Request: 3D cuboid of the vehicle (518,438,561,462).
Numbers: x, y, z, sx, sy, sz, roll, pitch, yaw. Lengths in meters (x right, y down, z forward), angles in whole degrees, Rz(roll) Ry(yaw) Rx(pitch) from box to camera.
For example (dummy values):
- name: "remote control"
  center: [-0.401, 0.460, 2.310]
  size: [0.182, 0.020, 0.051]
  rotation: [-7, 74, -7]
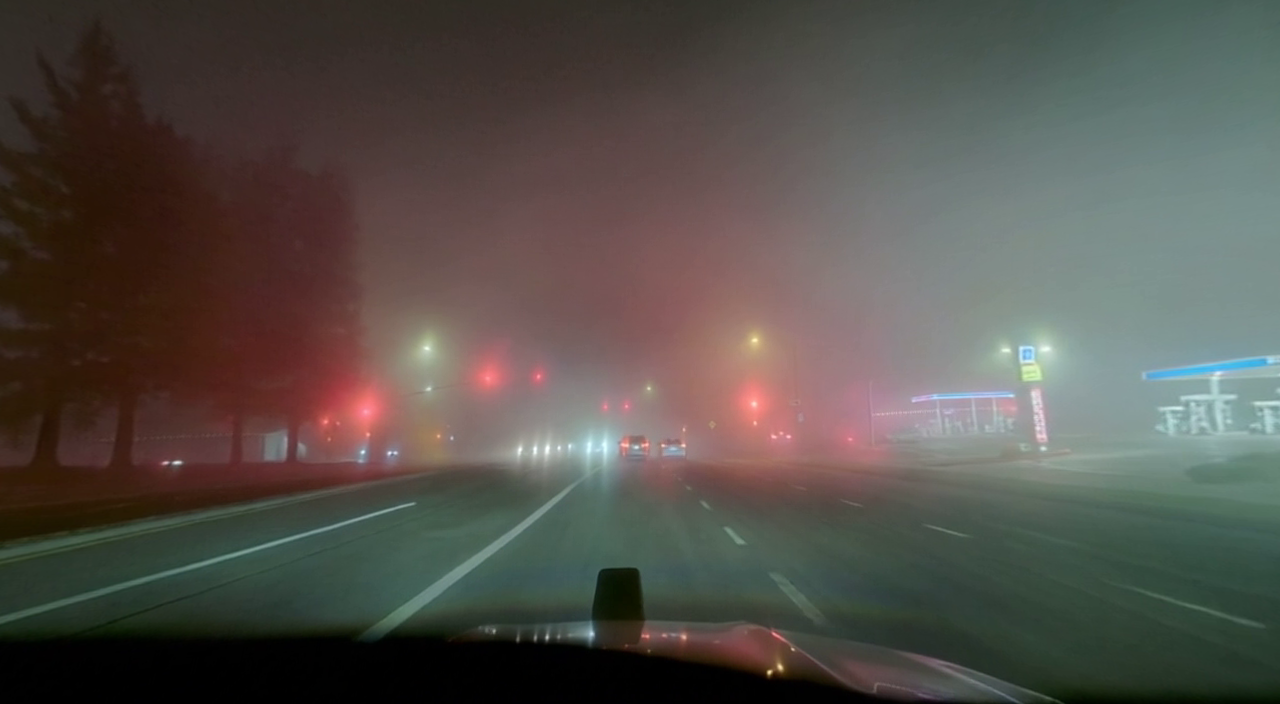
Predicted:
- name: "vehicle"
  center: [-6.334, 6.199, 40.014]
  size: [2.033, 1.442, 4.668]
  rotation: [0, -8, -1]

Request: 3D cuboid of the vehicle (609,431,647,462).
- name: "vehicle"
  center: [-0.697, 5.711, 38.156]
  size: [2.146, 1.742, 4.095]
  rotation: [0, -8, 0]

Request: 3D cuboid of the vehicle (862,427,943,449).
- name: "vehicle"
  center: [18.043, 5.911, 43.360]
  size: [4.660, 1.462, 2.034]
  rotation: [0, -9, 0]

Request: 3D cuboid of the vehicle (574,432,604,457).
- name: "vehicle"
  center: [-3.956, 7.282, 49.416]
  size: [2.139, 1.851, 3.970]
  rotation: [0, -9, -3]
